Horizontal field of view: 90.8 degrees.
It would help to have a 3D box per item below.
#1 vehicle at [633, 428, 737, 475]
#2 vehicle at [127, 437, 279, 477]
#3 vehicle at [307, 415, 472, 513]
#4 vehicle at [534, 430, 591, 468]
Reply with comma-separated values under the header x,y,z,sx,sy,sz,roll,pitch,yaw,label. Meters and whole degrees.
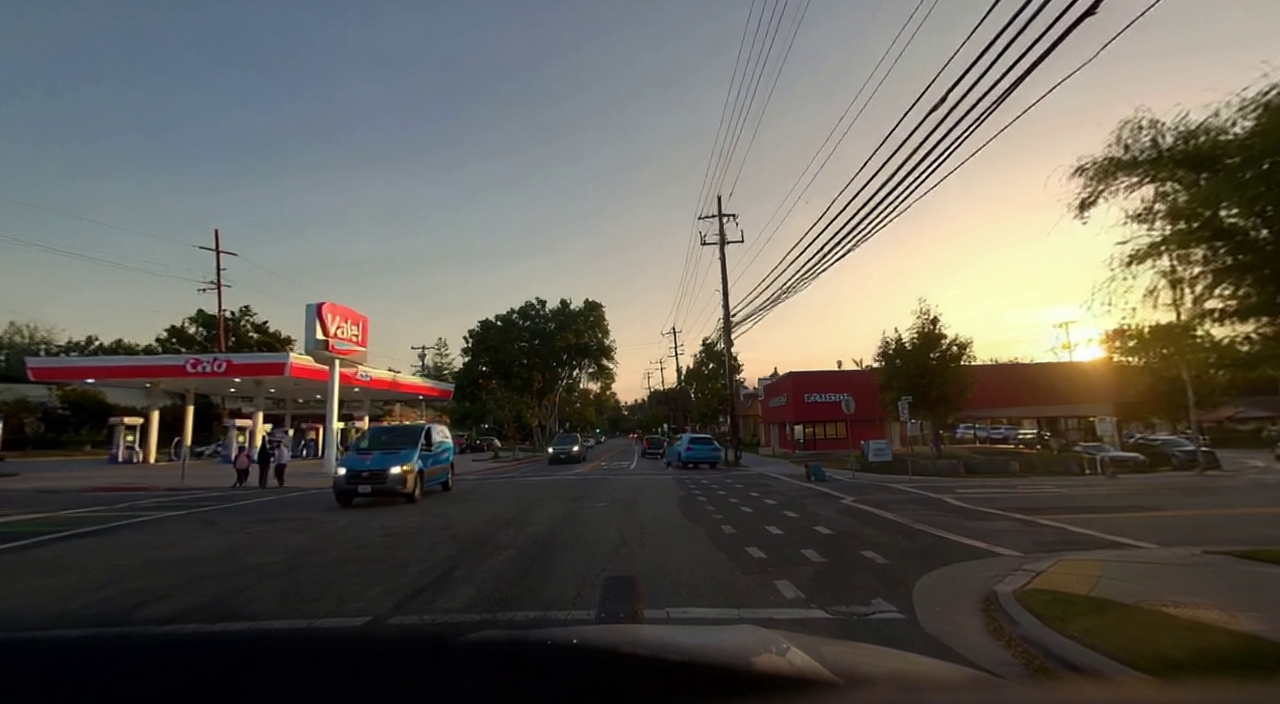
x,y,z,sx,sy,sz,roll,pitch,yaw,label
1.667,3.923,24.967,2.000,1.663,4.271,5,-10,-31,vehicle
-17.510,4.180,25.371,5.116,1.487,1.928,-2,-9,12,vehicle
-5.668,2.609,15.144,2.222,1.931,4.882,1,-9,-4,vehicle
-3.939,5.049,32.999,2.274,1.844,4.843,0,-8,1,vehicle
